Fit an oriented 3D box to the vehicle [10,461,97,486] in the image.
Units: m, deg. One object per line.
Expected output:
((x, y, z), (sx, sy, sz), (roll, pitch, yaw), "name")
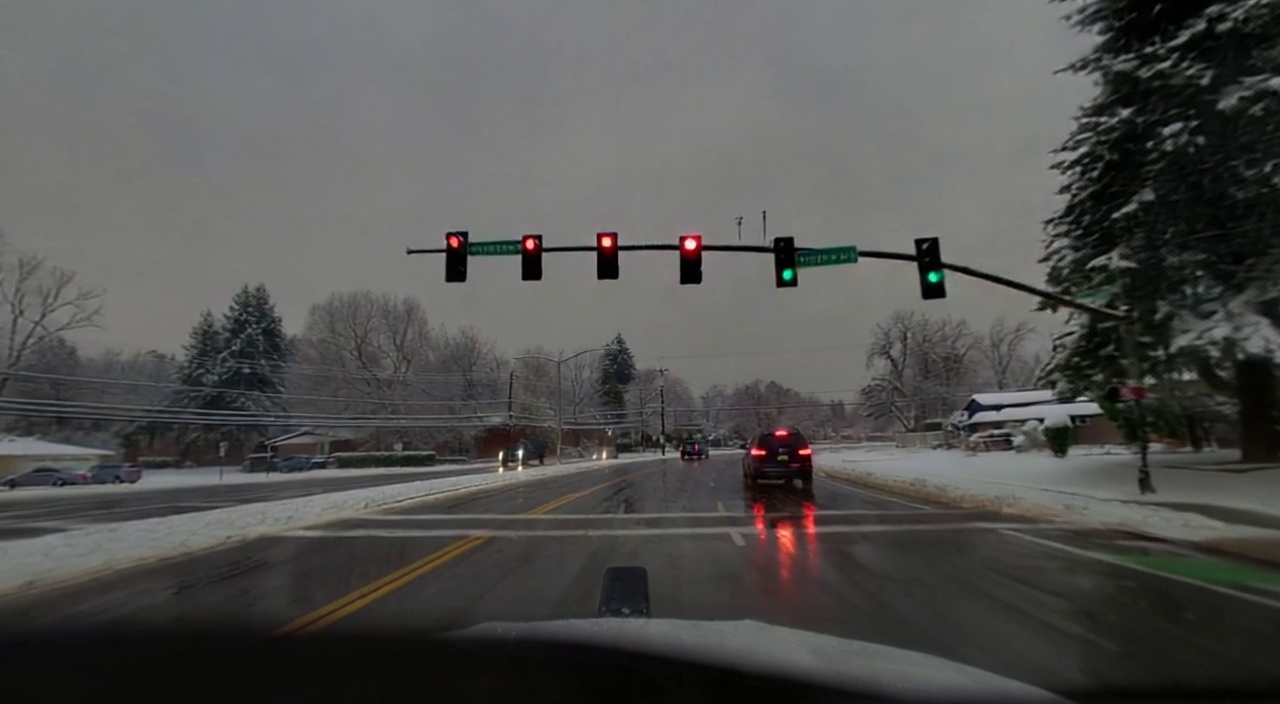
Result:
((-35.068, 7.277, 37.745), (3.339, 1.383, 1.865), (0, -8, -1), "vehicle")

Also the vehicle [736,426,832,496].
((4.200, 3.259, 19.179), (2.141, 1.833, 4.704), (-1, -9, 4), "vehicle")
